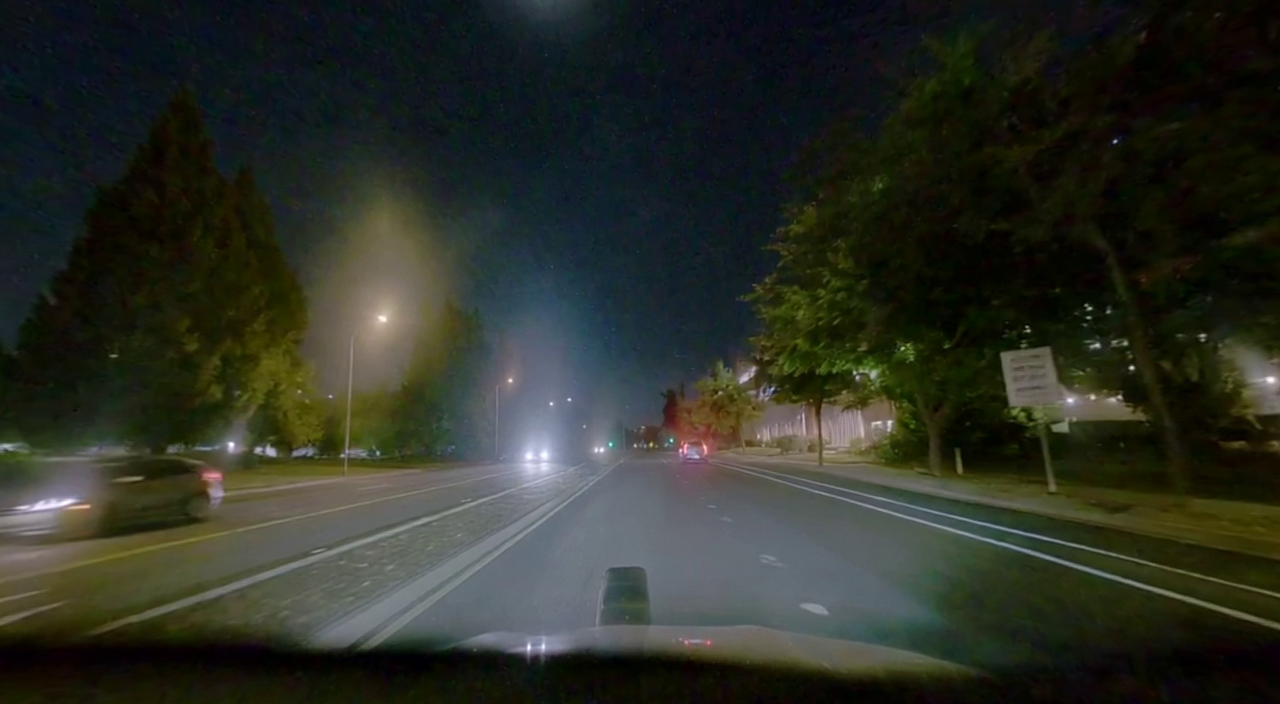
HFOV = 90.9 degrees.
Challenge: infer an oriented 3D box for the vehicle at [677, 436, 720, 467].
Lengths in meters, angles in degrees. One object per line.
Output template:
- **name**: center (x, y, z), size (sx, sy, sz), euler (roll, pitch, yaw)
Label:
- **vehicle**: center (3.506, 6.073, 38.538), size (2.143, 1.759, 4.378), euler (0, -8, -1)

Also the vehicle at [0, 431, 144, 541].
- **vehicle**: center (-12.043, 2.415, 11.529), size (1.998, 1.870, 4.747), euler (0, -8, 1)

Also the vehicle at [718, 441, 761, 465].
- **vehicle**: center (6.715, 6.855, 42.840), size (2.100, 1.491, 4.563), euler (0, -8, -1)
